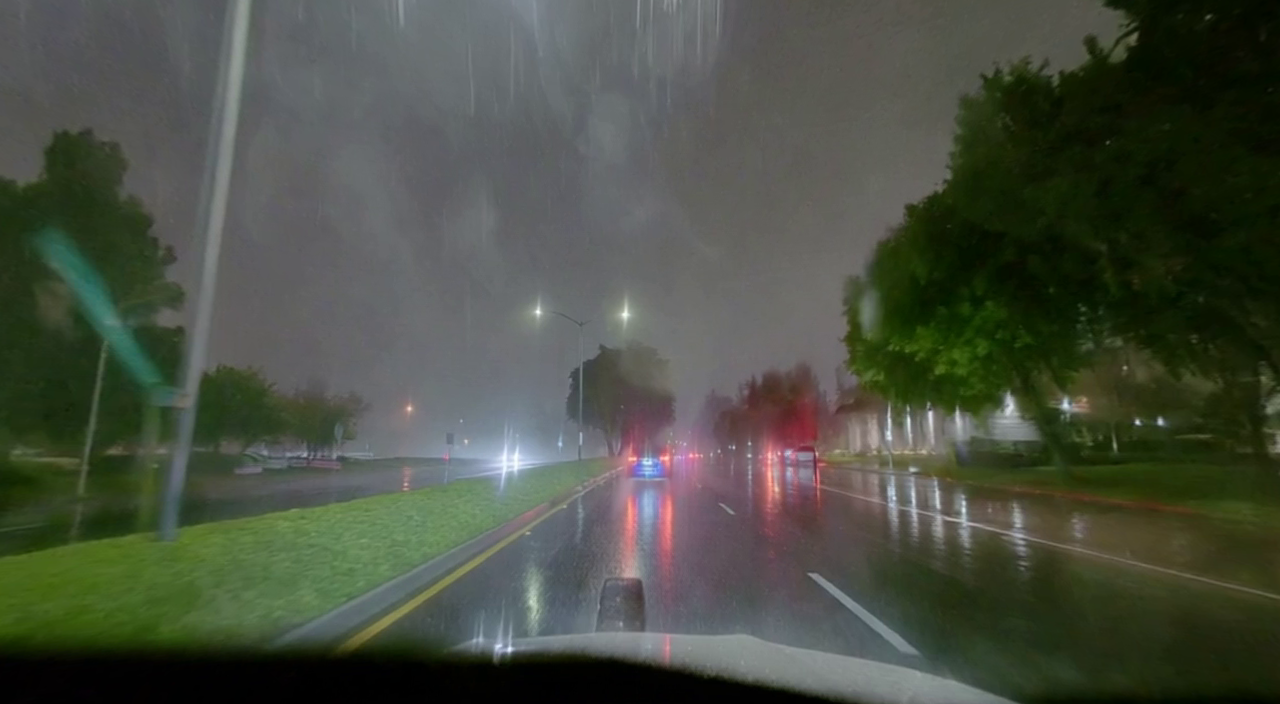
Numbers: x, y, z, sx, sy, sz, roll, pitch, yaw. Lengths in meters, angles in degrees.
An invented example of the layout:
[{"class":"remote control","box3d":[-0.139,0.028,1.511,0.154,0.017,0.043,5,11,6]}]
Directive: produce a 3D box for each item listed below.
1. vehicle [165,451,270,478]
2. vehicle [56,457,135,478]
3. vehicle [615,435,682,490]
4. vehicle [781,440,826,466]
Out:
[{"class":"vehicle","box3d":[-23.792,6.349,35.719,4.490,1.407,1.864,1,-8,-5]},{"class":"vehicle","box3d":[-41.767,8.828,48.559,4.109,1.496,1.929,1,-9,-9]},{"class":"vehicle","box3d":[0.301,3.750,21.796,2.085,1.693,4.301,0,-8,1]},{"class":"vehicle","box3d":[12.306,7.667,48.009,2.139,1.849,5.246,0,-8,2]}]
